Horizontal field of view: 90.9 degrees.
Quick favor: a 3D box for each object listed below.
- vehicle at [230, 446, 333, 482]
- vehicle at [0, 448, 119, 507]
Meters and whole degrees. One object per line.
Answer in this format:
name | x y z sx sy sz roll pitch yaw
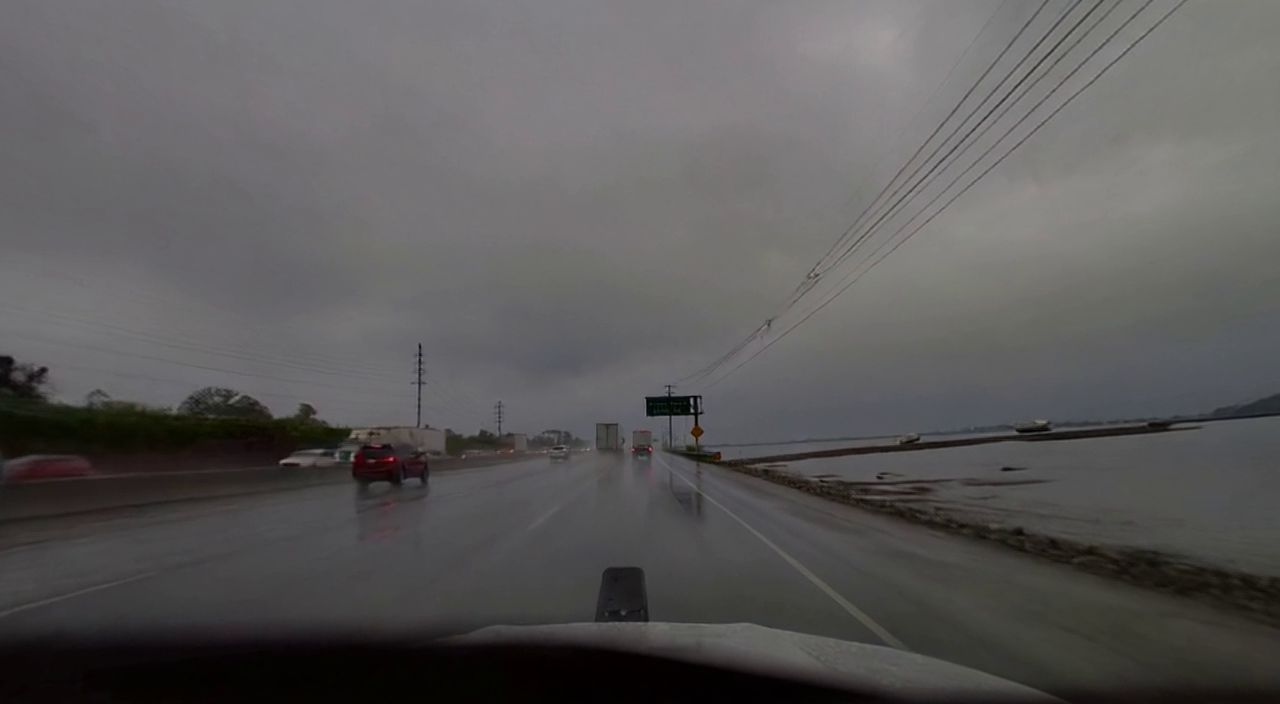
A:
vehicle | -16.990 5.311 30.228 2.008 1.534 4.910 -1 -9 1
vehicle | -21.281 4.253 21.762 2.518 1.848 4.807 -1 -9 -1
